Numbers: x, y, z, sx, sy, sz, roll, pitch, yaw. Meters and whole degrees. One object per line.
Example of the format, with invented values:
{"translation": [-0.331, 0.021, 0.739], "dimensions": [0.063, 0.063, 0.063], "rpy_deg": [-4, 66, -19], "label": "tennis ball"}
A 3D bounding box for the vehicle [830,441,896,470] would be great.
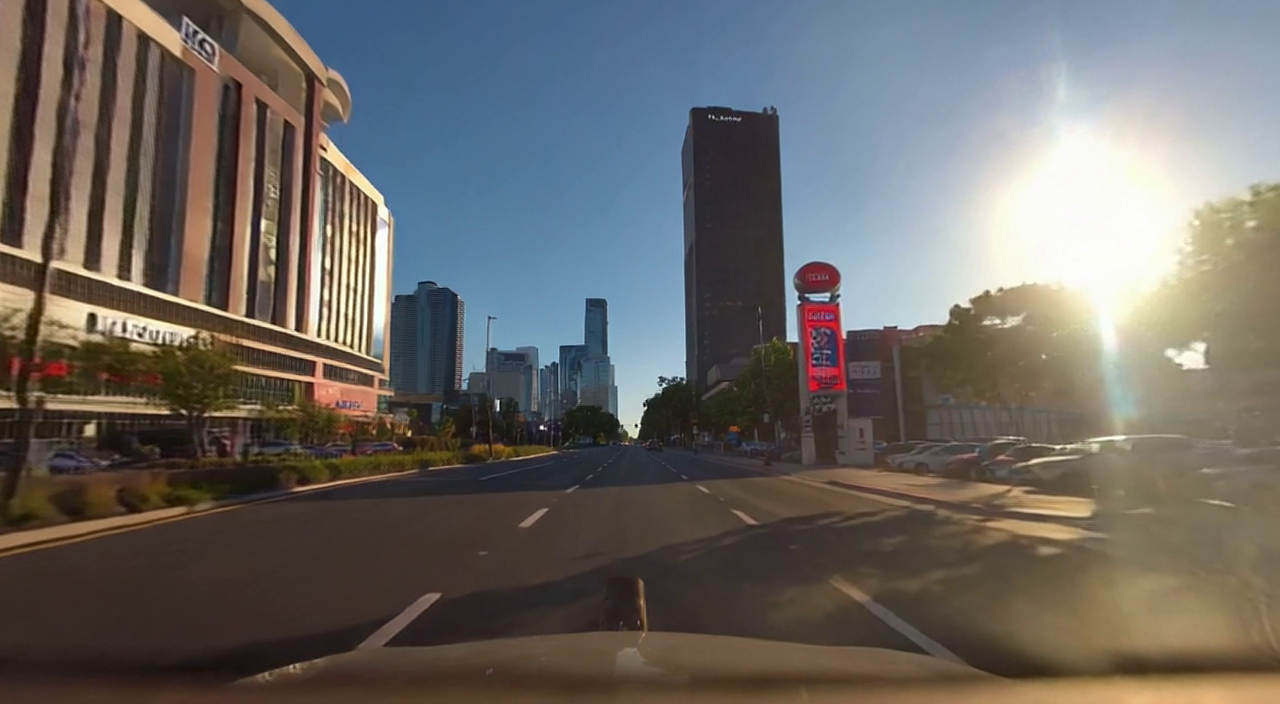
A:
{"translation": [12.717, 5.948, 36.407], "dimensions": [1.928, 1.465, 4.874], "rpy_deg": [-2, -9, -1], "label": "vehicle"}

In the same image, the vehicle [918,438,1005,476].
{"translation": [15.712, 5.128, 31.155], "dimensions": [1.893, 1.727, 4.285], "rpy_deg": [0, -8, -2], "label": "vehicle"}

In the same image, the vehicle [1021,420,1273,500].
{"translation": [14.872, 3.217, 19.229], "dimensions": [2.189, 1.951, 5.828], "rpy_deg": [0, -9, -9], "label": "vehicle"}

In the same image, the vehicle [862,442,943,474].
{"translation": [12.973, 5.242, 31.486], "dimensions": [1.865, 1.434, 4.373], "rpy_deg": [1, -8, -5], "label": "vehicle"}

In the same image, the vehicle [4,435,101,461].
{"translation": [-42.204, 6.882, 45.466], "dimensions": [4.838, 1.781, 1.986], "rpy_deg": [1, -8, -3], "label": "vehicle"}

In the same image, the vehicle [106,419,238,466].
{"translation": [-31.324, 6.065, 42.500], "dimensions": [6.892, 2.879, 2.222], "rpy_deg": [-1, -8, -3], "label": "vehicle"}
